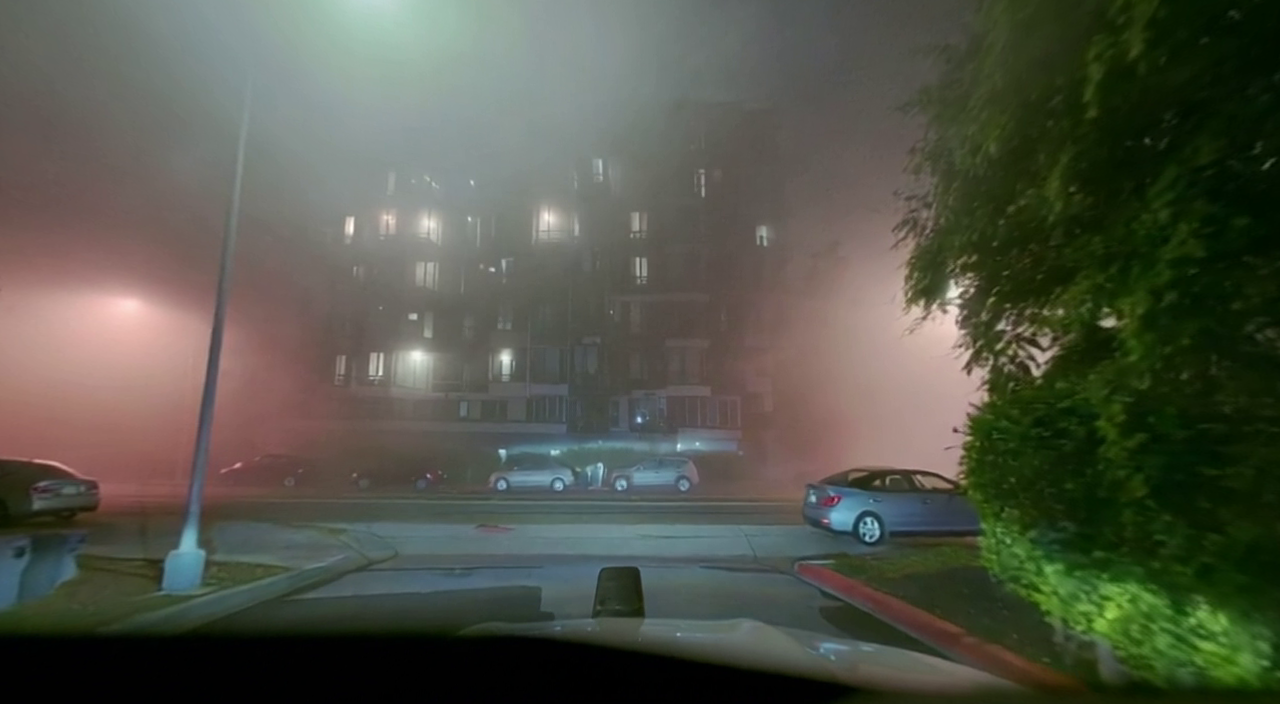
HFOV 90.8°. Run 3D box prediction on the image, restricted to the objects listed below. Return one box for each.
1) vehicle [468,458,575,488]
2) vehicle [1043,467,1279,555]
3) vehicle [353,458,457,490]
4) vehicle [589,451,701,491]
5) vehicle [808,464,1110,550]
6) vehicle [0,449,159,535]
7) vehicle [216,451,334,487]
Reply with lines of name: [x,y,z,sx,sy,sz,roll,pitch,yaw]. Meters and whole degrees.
vehicle: [-5.680,5.897,30.723,4.851,1.339,1.785,-1,-12,-2]
vehicle: [10.644,3.004,12.260,4.163,1.500,2.076,0,-10,0]
vehicle: [-11.301,5.886,30.587,4.336,1.438,1.776,1,-9,-3]
vehicle: [0.168,5.802,30.809,5.299,1.860,2.098,1,-10,-4]
vehicle: [5.896,2.920,12.222,4.714,1.471,1.978,0,-10,2]
vehicle: [-12.430,2.674,12.344,4.359,1.519,1.964,0,-9,-1]
vehicle: [-17.437,5.590,30.376,4.426,1.641,1.889,1,-10,-4]
